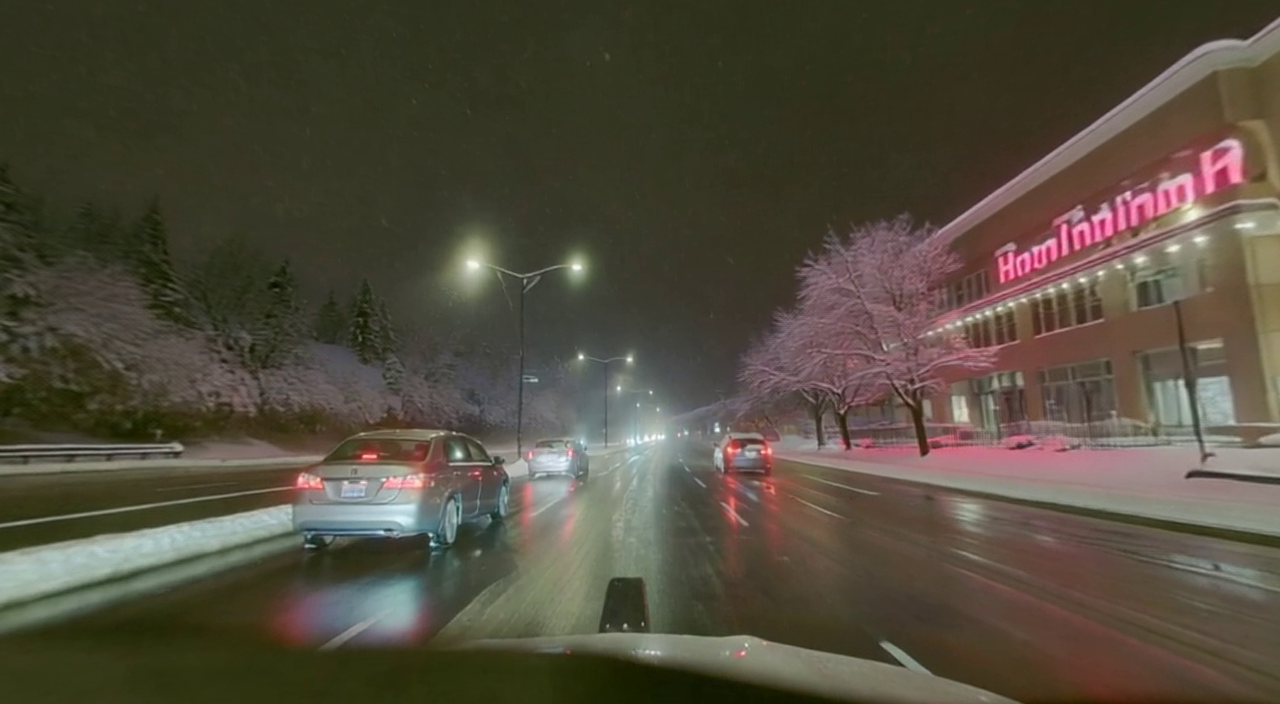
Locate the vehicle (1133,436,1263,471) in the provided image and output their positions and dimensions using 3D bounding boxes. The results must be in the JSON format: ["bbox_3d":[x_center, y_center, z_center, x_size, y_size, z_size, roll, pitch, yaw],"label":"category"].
[{"bbox_3d":[29.089,5.301,33.002,4.667,1.674,1.767,-1,-9,13],"label":"vehicle"}]

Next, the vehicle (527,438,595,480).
[{"bbox_3d":[-2.951,4.119,24.495,1.980,1.454,4.226,-1,-8,2],"label":"vehicle"}]

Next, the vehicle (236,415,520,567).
[{"bbox_3d":[-3.181,1.790,8.910,2.118,1.568,4.436,0,-8,0],"label":"vehicle"}]

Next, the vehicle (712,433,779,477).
[{"bbox_3d":[4.345,4.318,26.657,2.103,1.699,4.171,0,-8,0],"label":"vehicle"}]
